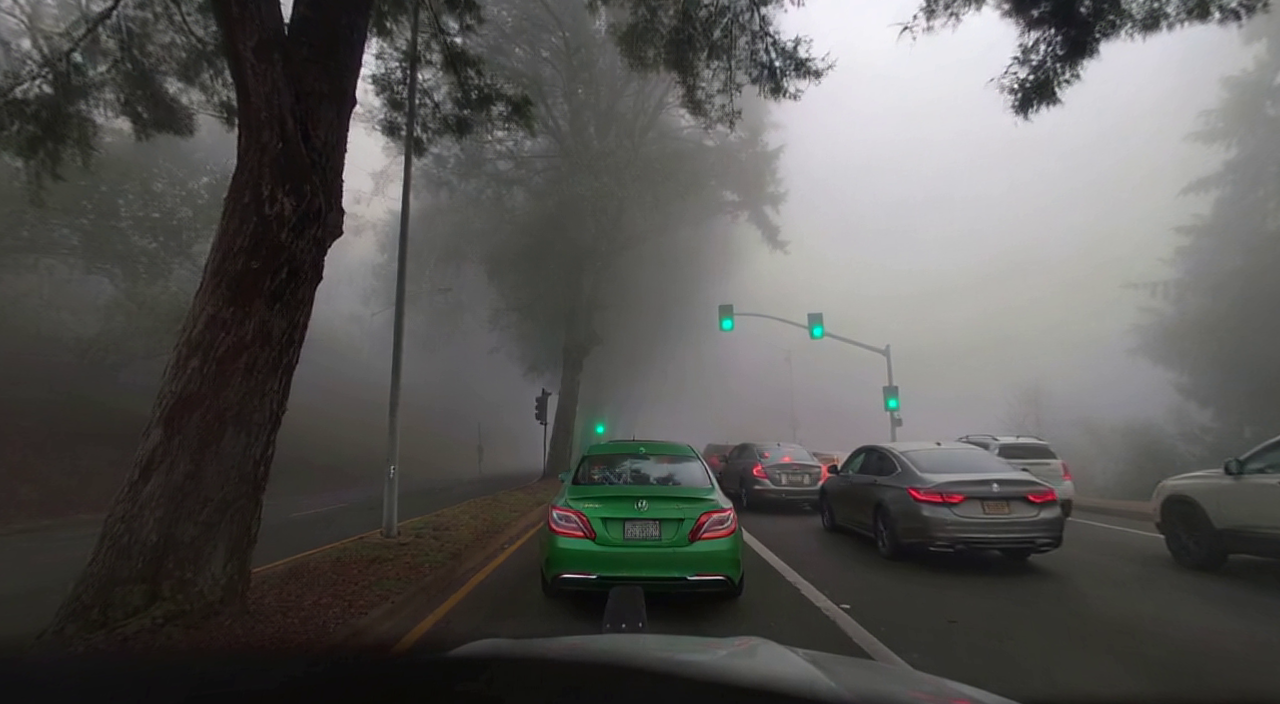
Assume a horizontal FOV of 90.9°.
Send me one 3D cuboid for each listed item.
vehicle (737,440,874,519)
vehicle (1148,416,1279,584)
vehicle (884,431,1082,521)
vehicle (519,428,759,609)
[{"bbox_3d":[3.547,2.817,14.436,1.934,1.494,4.446,0,-9,0],"label":"vehicle"},{"bbox_3d":[6.933,1.357,5.689,1.783,1.572,3.421,0,-9,1],"label":"vehicle"},{"bbox_3d":[7.029,2.568,13.521,1.923,1.611,4.094,0,-9,0],"label":"vehicle"},{"bbox_3d":[0.012,1.715,7.320,2.015,1.502,3.898,0,-9,1],"label":"vehicle"}]
